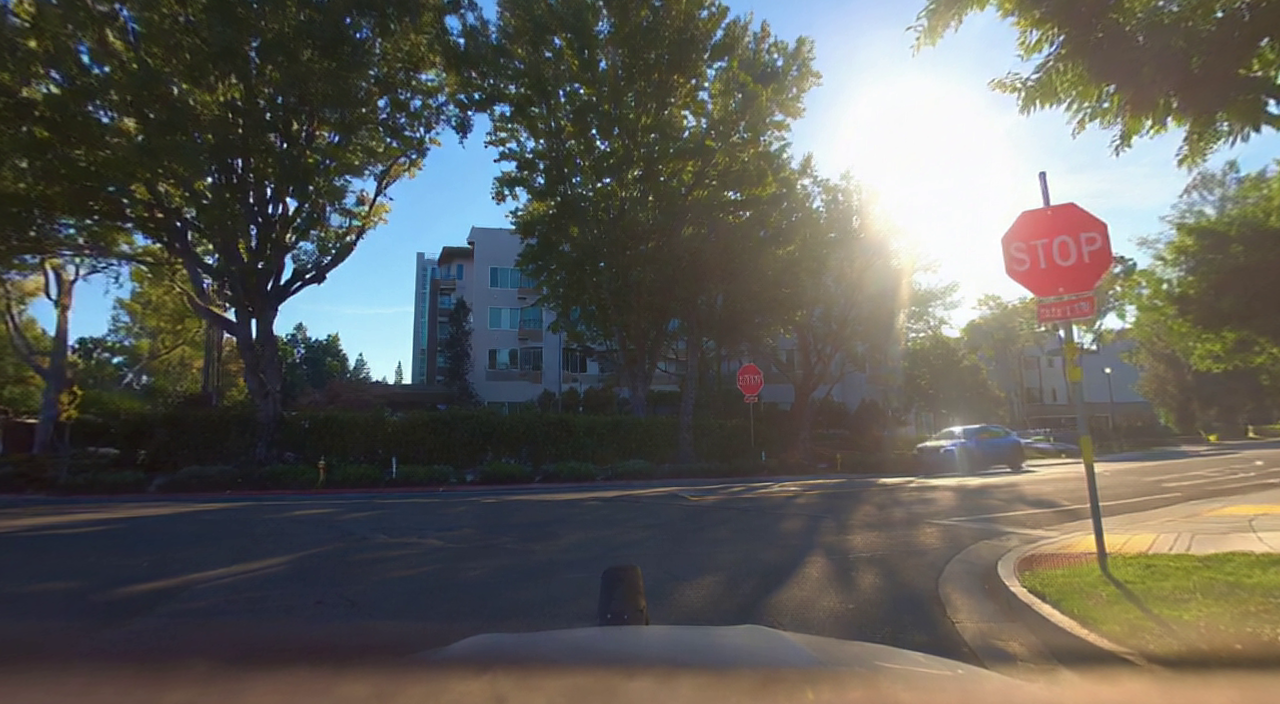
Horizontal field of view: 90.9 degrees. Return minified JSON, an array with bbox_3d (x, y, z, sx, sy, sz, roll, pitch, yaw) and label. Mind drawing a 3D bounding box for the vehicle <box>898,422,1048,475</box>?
[{"bbox_3d":[10.462,3.012,19.742,4.473,1.474,2.108,5,-10,-32],"label":"vehicle"}]
